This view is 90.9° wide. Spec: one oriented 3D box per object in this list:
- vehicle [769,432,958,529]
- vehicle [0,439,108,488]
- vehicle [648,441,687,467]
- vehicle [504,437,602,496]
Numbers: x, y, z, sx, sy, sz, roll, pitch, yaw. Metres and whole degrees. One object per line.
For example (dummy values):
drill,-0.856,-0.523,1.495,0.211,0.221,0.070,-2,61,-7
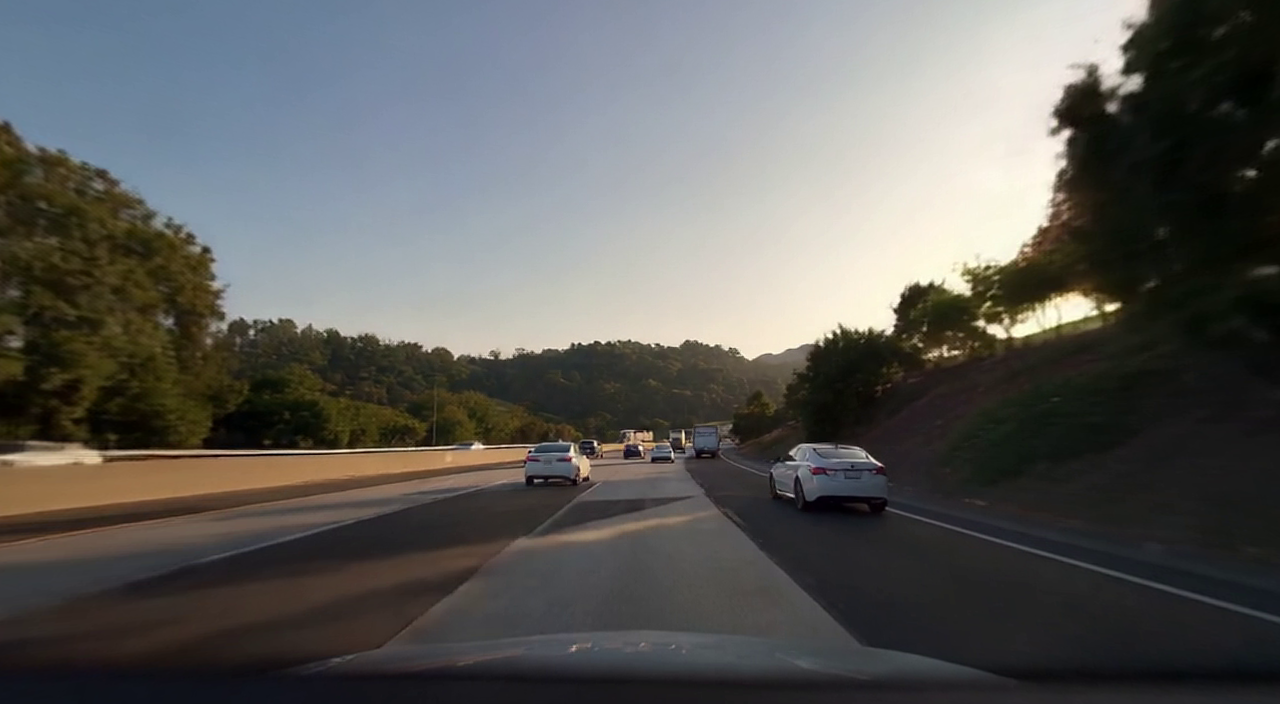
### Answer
vehicle,3.953,2.336,12.082,2.013,1.464,4.317,1,-8,0
vehicle,-23.175,4.171,23.933,1.939,1.706,4.486,0,-8,2
vehicle,1.628,6.047,37.628,2.202,1.467,3.929,-1,-8,3
vehicle,-2.375,3.294,18.618,2.031,1.491,4.792,-1,-8,3
